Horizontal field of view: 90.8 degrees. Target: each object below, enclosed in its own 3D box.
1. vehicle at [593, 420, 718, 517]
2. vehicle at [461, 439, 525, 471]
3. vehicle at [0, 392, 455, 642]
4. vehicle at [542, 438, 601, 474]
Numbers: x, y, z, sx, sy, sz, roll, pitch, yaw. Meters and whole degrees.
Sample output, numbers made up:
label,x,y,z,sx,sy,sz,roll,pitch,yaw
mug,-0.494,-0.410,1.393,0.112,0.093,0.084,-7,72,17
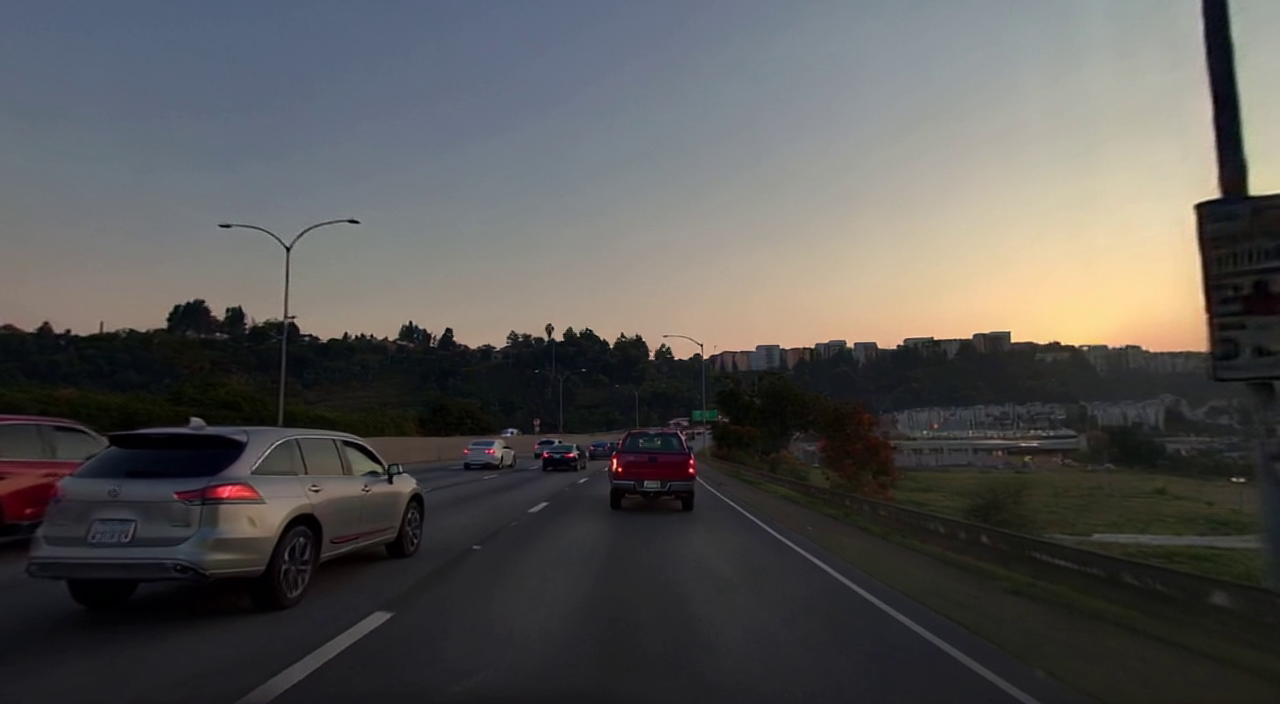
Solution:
label,x,y,z,sx,sy,sz,roll,pitch,yaw
vehicle,0.313,2.430,13.620,2.235,1.716,4.435,0,-9,1
vehicle,-7.104,5.009,30.956,1.856,1.459,4.251,-1,-9,4
vehicle,-3.731,1.450,6.568,2.076,1.688,4.334,-1,-9,3
vehicle,-2.905,4.528,27.715,1.868,1.470,4.105,-1,-9,4
